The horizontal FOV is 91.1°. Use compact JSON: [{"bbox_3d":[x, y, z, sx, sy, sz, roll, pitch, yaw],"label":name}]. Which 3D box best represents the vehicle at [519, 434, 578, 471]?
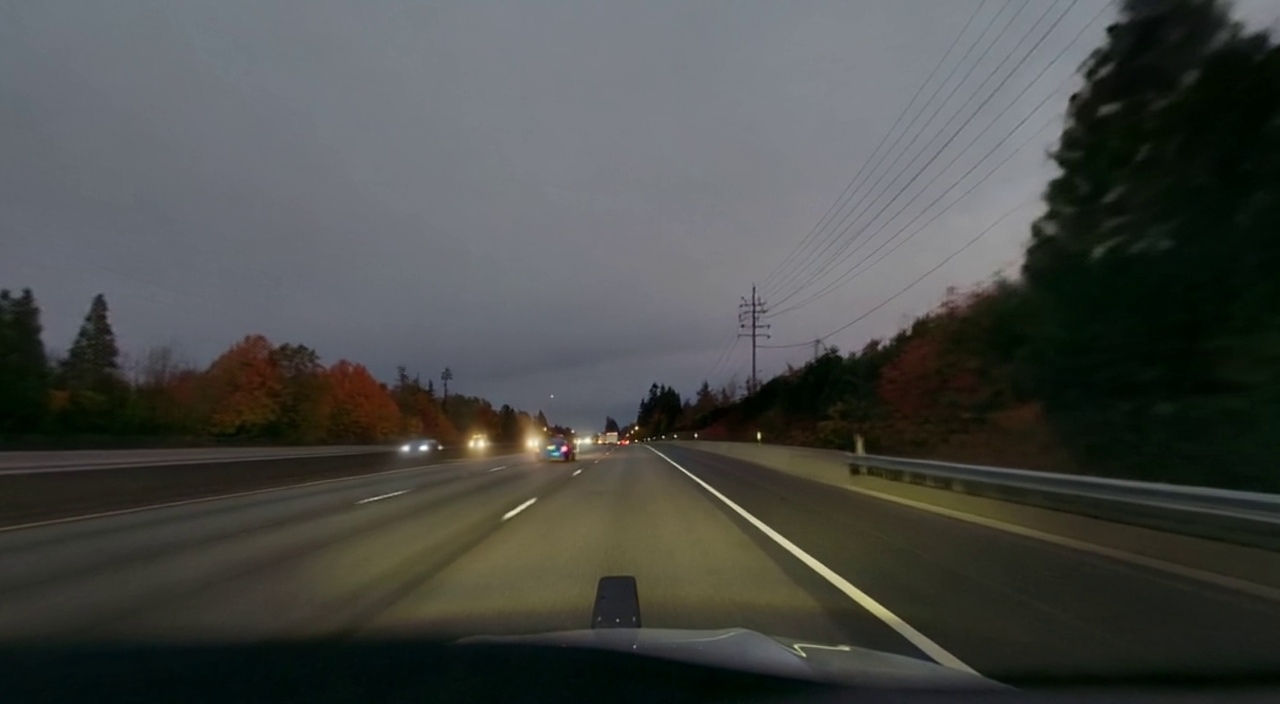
[{"bbox_3d":[-3.940,4.375,27.758,2.025,1.475,4.379,0,-8,-1],"label":"vehicle"}]
